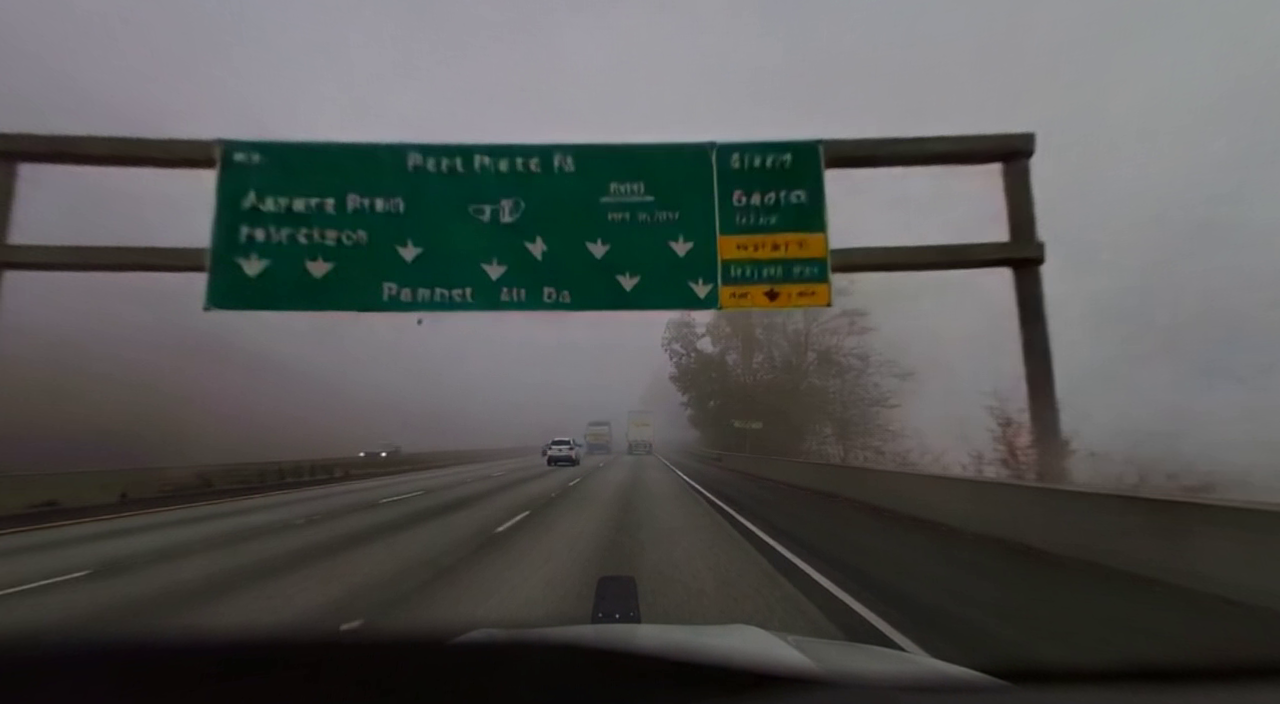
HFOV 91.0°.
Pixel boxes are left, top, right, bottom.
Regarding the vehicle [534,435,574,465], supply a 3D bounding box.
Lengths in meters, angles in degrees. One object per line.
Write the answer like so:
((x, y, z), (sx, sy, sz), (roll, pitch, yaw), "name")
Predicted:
((-5.582, 6.425, 41.454), (2.127, 1.839, 4.984), (0, -8, -2), "vehicle")

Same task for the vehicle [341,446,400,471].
((-19.011, 7.529, 44.651), (1.976, 1.575, 5.075), (0, -8, 0), "vehicle")
